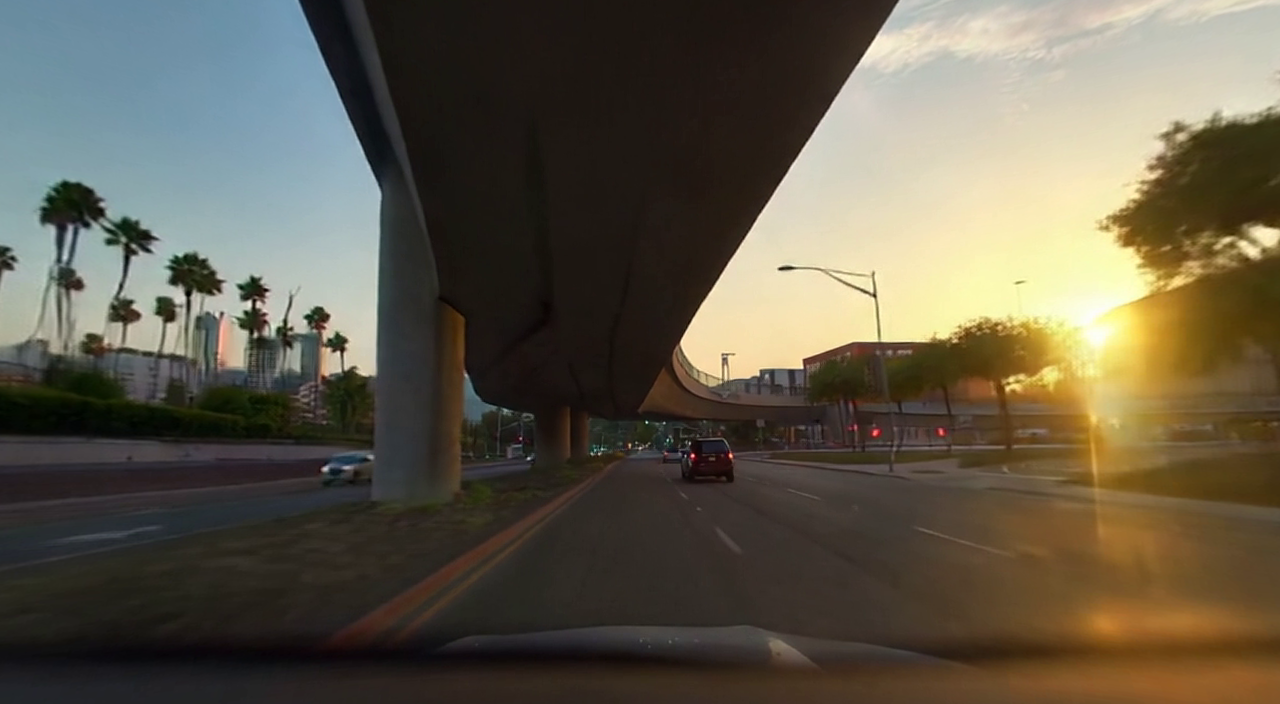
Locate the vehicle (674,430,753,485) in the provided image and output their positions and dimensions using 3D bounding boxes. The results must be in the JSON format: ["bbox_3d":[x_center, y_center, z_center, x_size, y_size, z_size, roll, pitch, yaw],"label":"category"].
[{"bbox_3d":[2.877,4.352,26.340,2.559,2.017,5.562,0,-9,-1],"label":"vehicle"}]
